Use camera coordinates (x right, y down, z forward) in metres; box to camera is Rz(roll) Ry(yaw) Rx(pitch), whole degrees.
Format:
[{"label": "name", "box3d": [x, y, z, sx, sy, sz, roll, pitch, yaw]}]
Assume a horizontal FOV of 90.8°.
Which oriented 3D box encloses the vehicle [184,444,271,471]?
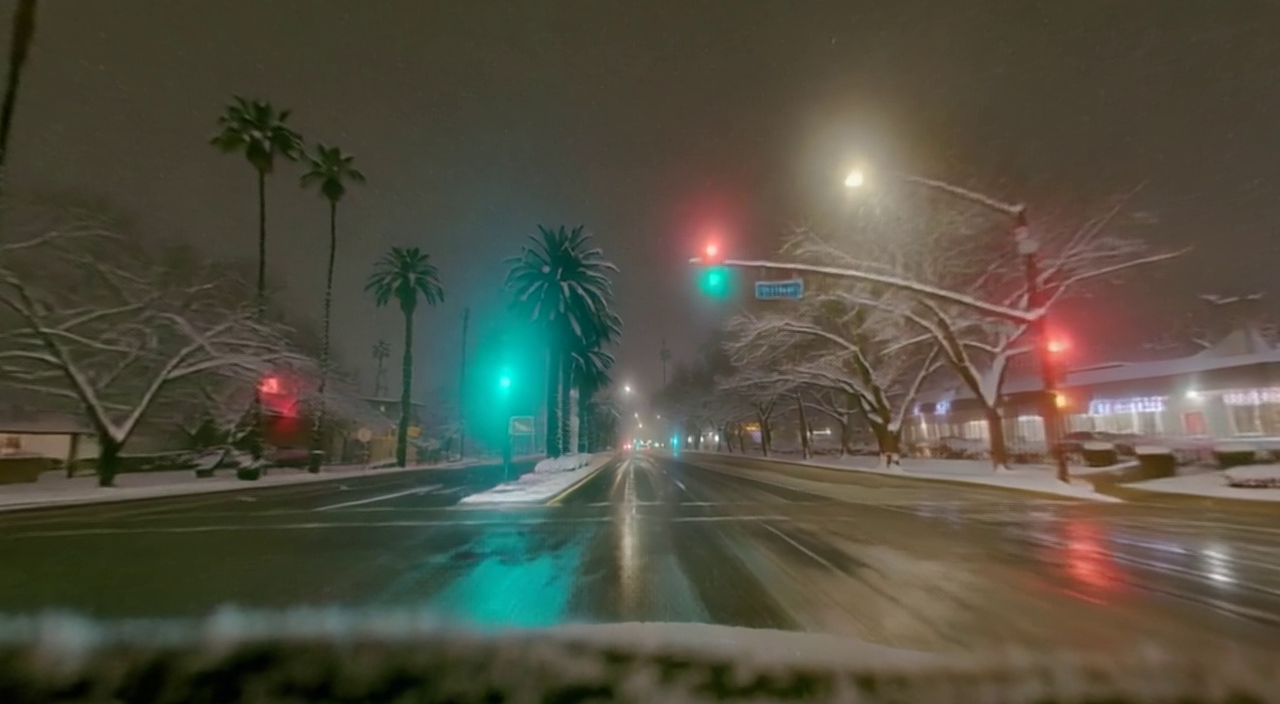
[{"label": "vehicle", "box3d": [-32.011, 8.174, 49.079, 5.196, 1.936, 2.247, -1, -9, 3]}]
